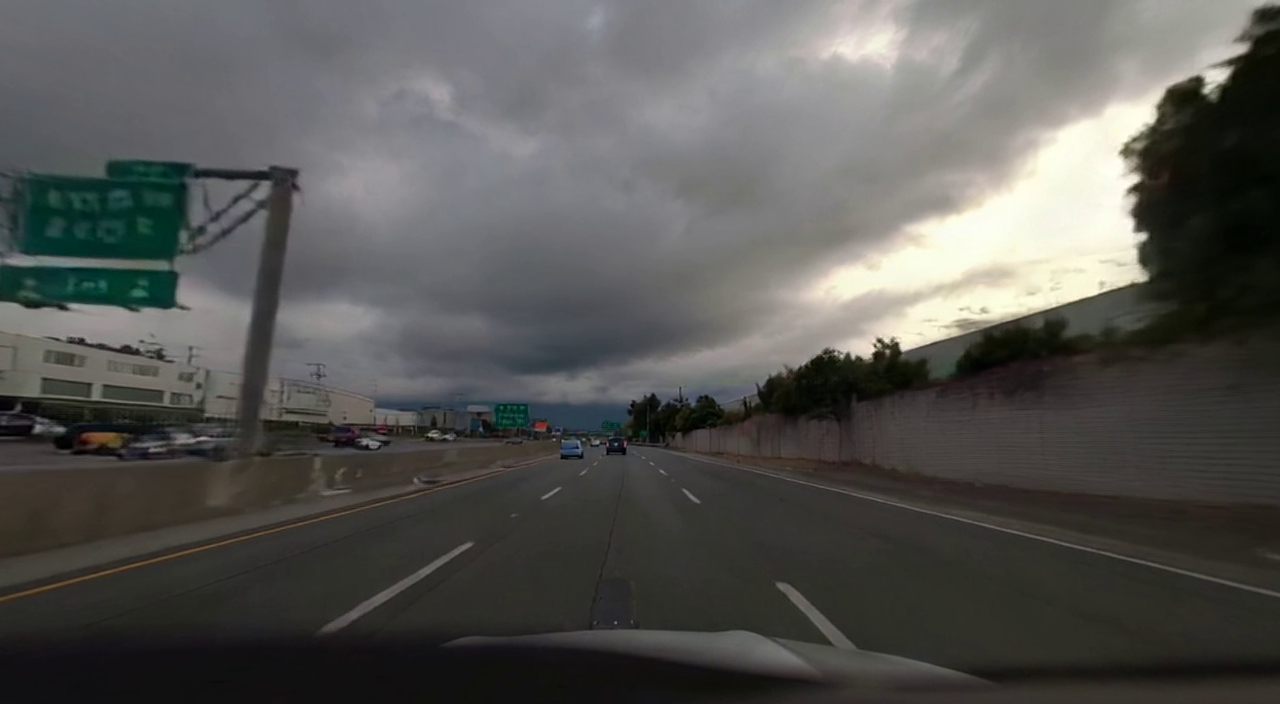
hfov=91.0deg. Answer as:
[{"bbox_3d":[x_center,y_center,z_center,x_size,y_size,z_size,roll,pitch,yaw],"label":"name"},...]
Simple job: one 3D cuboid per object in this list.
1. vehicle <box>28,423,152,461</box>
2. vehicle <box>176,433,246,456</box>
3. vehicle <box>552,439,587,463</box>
[{"bbox_3d":[-30.174,4.946,34.669,4.674,1.939,2.061,0,-8,-7],"label":"vehicle"},{"bbox_3d":[-30.699,6.604,45.083,3.552,1.415,1.847,3,-7,-6],"label":"vehicle"},{"bbox_3d":[-4.741,6.705,42.828,2.045,1.547,4.162,0,-8,-2],"label":"vehicle"}]
